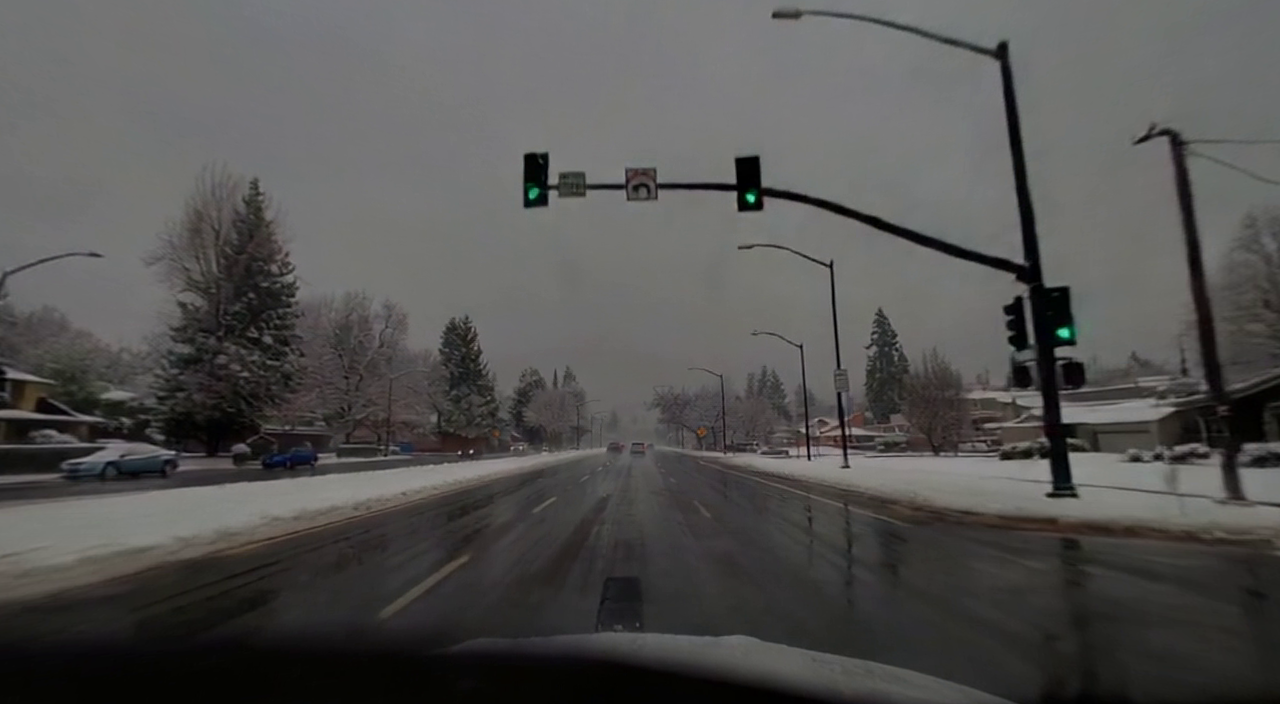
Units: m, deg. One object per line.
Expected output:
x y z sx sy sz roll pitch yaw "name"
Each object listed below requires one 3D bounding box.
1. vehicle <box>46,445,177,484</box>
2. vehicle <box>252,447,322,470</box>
-25.136 5.328 30.353 1.908 1.719 4.972 0 -8 1 "vehicle"
-24.777 7.474 44.576 1.916 1.524 4.993 -1 -8 3 "vehicle"
